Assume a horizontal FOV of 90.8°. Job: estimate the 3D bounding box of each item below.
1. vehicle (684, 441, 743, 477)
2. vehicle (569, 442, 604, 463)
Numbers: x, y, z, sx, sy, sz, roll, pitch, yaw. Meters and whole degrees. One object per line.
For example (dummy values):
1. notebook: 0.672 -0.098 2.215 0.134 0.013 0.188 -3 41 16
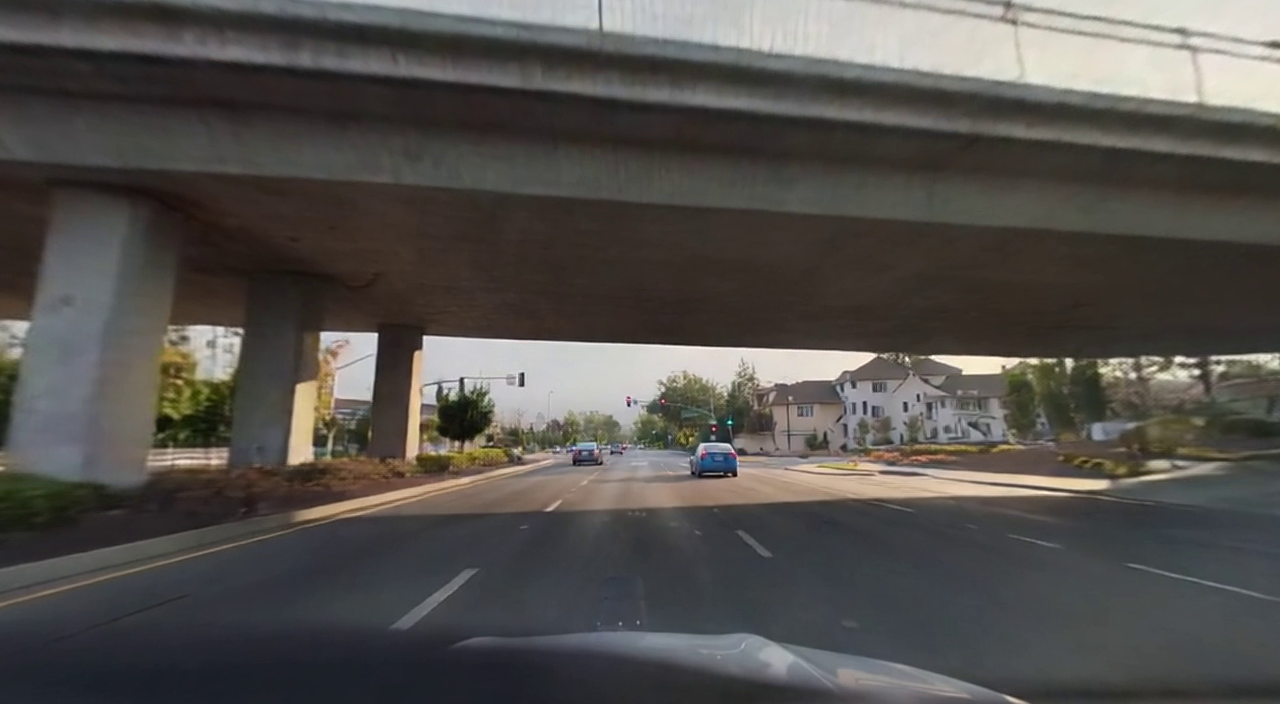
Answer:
1. vehicle: 3.220 4.794 28.651 2.068 1.497 4.247 0 -8 -2
2. vehicle: -3.868 7.370 46.545 2.060 1.484 4.417 0 -8 1
